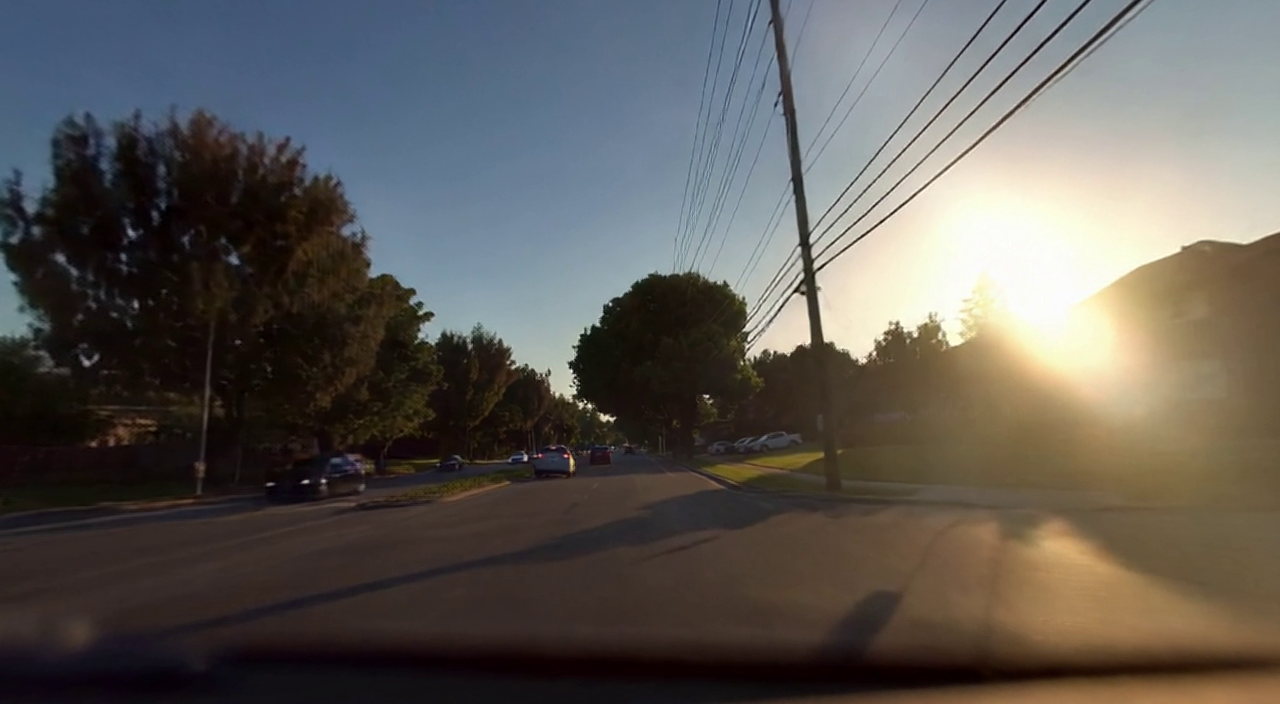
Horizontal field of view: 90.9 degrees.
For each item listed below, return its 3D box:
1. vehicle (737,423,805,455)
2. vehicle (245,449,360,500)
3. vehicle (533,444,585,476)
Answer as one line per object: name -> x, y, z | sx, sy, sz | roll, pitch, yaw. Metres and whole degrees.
vehicle -> 10.221, 6.827, 49.453 | 4.610, 1.853, 2.265 | -7, -9, -4
vehicle -> -12.425, 4.498, 23.562 | 1.954, 1.648, 4.287 | 0, -8, -1
vehicle -> -3.958, 5.358, 31.579 | 2.084, 1.466, 4.522 | 0, -8, -2
